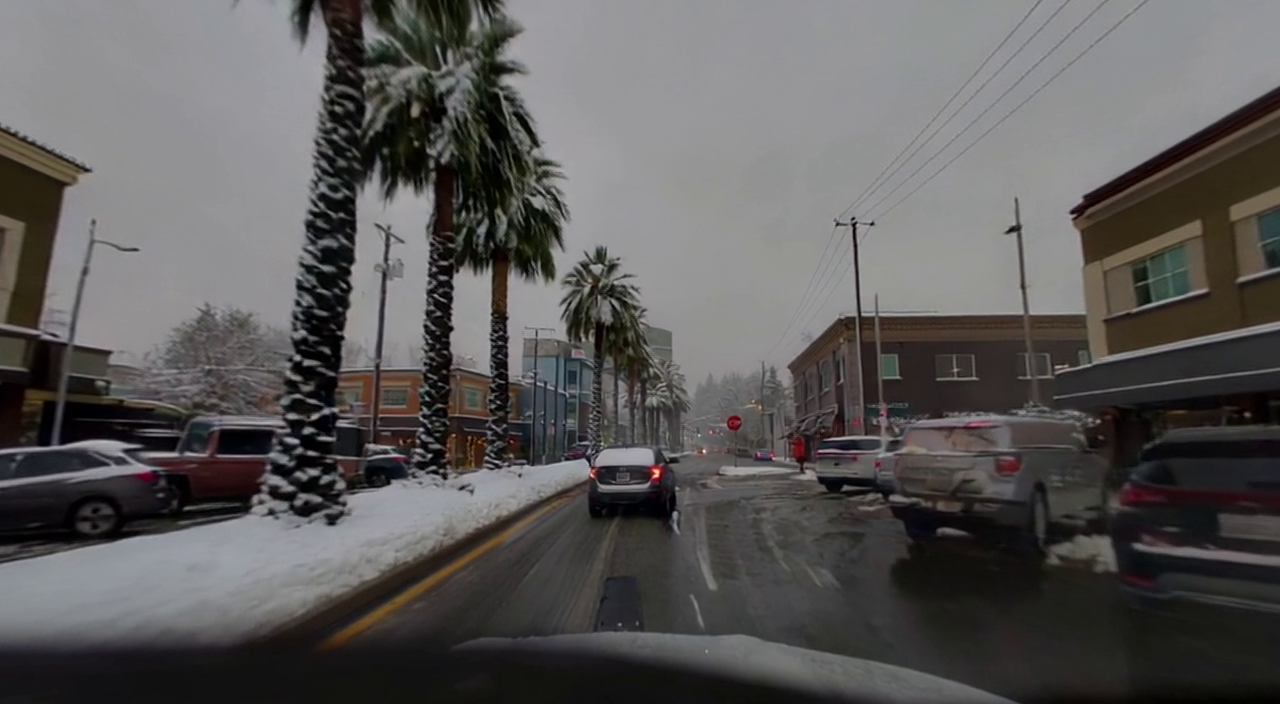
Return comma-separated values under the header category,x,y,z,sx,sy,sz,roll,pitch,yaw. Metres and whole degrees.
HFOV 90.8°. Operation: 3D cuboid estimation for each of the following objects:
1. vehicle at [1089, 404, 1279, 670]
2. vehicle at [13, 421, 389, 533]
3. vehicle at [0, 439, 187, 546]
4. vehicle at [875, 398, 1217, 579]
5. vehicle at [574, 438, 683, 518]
category,x,y,z,sx,sy,sz,roll,pitch,yaw
vehicle,5.348,1.249,4.883,4.105,1.509,1.839,7,-11,-38
vehicle,-10.092,2.802,15.177,6.873,2.051,2.823,8,-11,-43
vehicle,-10.552,2.366,10.954,4.190,1.660,1.959,6,-11,-36
vehicle,5.626,1.667,8.521,5.021,1.721,2.244,7,-11,-38
vehicle,-0.082,2.669,13.875,2.031,1.479,3.969,-1,-9,4
